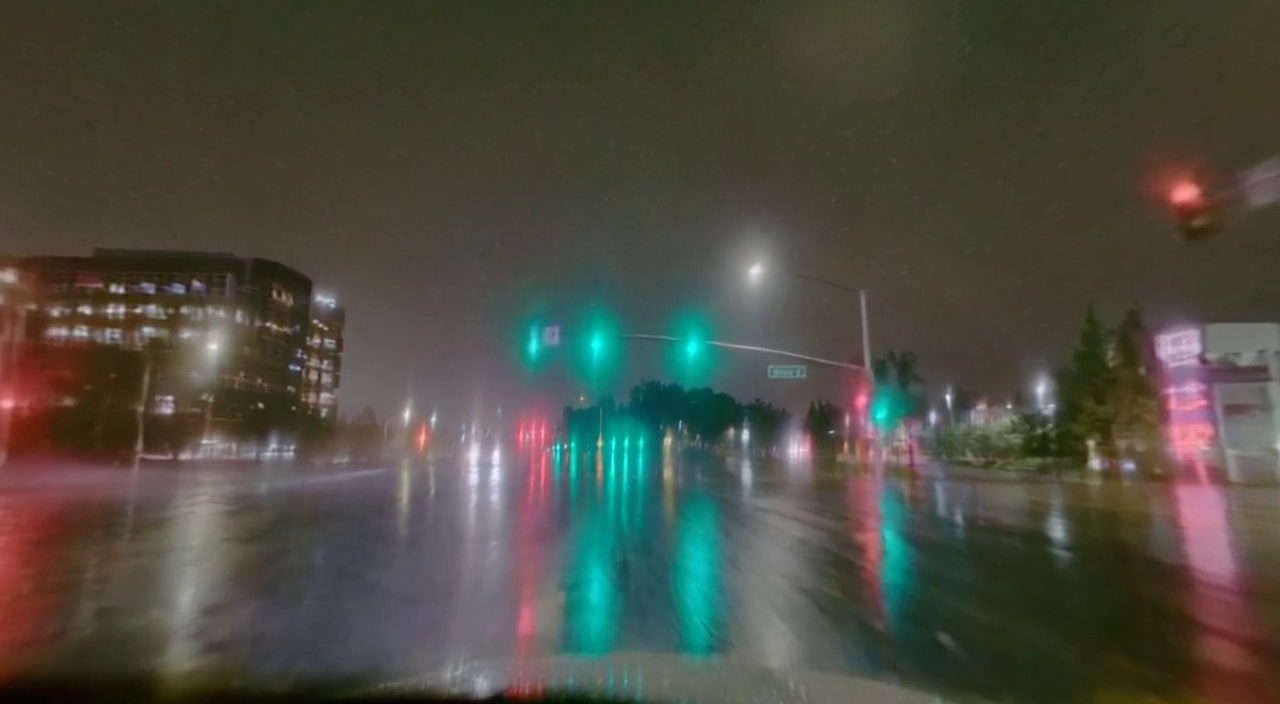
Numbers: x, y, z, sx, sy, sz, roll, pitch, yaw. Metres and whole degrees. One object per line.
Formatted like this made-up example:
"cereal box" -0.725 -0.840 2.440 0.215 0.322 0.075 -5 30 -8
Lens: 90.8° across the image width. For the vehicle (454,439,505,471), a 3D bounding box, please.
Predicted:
"vehicle" -9.647 6.235 38.338 2.175 1.795 4.640 0 -8 -4
